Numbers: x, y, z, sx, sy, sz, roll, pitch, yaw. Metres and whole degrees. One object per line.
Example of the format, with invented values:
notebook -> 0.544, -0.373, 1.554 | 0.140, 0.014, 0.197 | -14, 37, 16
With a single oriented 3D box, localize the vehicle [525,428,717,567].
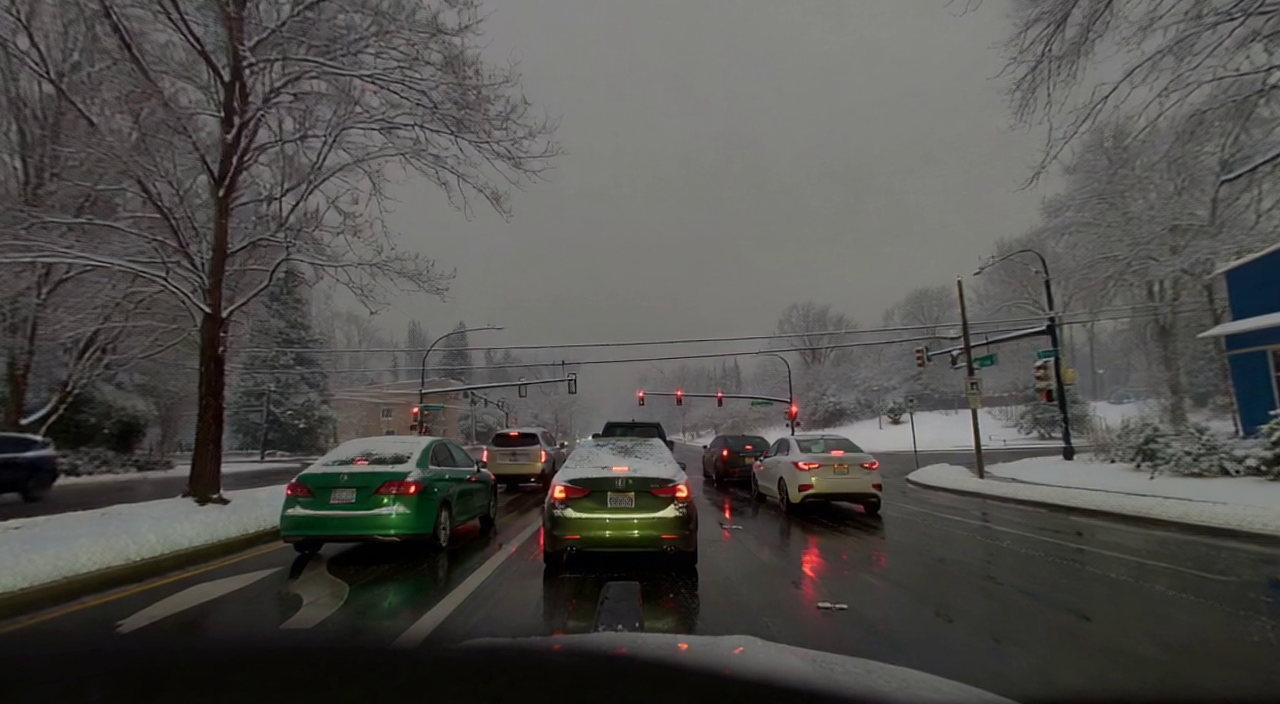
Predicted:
vehicle -> -0.214, 1.834, 8.708 | 2.041, 1.450, 3.847 | 0, -8, 0

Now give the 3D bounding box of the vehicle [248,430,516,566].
vehicle -> -3.208, 1.884, 8.944 | 1.917, 1.441, 4.128 | -1, -8, 2

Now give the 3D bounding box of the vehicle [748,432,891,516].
vehicle -> 3.541, 2.466, 13.275 | 1.880, 1.476, 3.932 | 0, -8, 1
